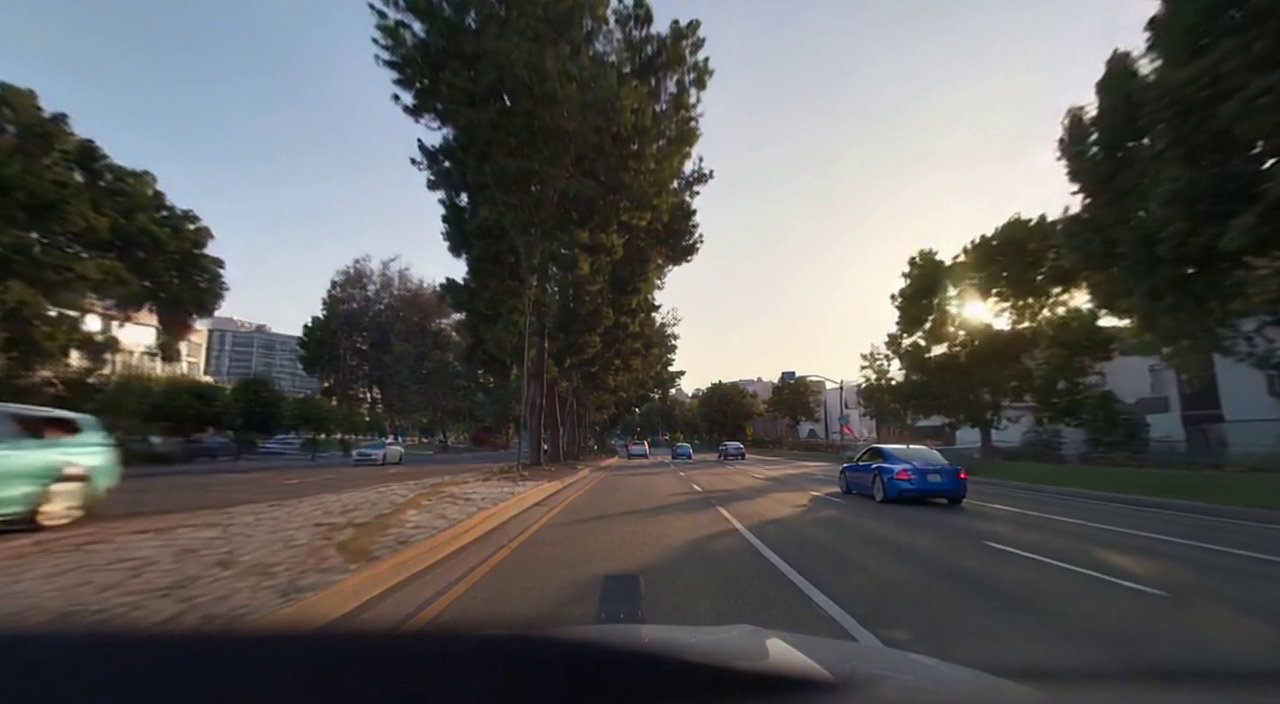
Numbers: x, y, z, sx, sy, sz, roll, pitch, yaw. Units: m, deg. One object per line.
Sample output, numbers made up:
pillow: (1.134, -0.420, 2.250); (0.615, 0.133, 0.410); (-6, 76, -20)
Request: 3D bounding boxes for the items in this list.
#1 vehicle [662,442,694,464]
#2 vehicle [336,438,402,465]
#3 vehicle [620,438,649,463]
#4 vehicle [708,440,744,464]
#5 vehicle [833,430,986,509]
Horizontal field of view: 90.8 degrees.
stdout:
vehicle: (2.811, 7.496, 47.138); (1.930, 1.483, 4.471); (1, -8, -2)
vehicle: (-17.676, 6.507, 41.477); (2.005, 1.628, 4.940); (0, -8, 1)
vehicle: (-0.433, 7.500, 48.350); (2.146, 1.800, 4.042); (1, -8, -1)
vehicle: (6.186, 7.243, 45.957); (1.931, 1.685, 4.054); (1, -8, -2)
vehicle: (6.749, 2.969, 16.459); (1.987, 1.730, 4.373); (1, -8, -1)
